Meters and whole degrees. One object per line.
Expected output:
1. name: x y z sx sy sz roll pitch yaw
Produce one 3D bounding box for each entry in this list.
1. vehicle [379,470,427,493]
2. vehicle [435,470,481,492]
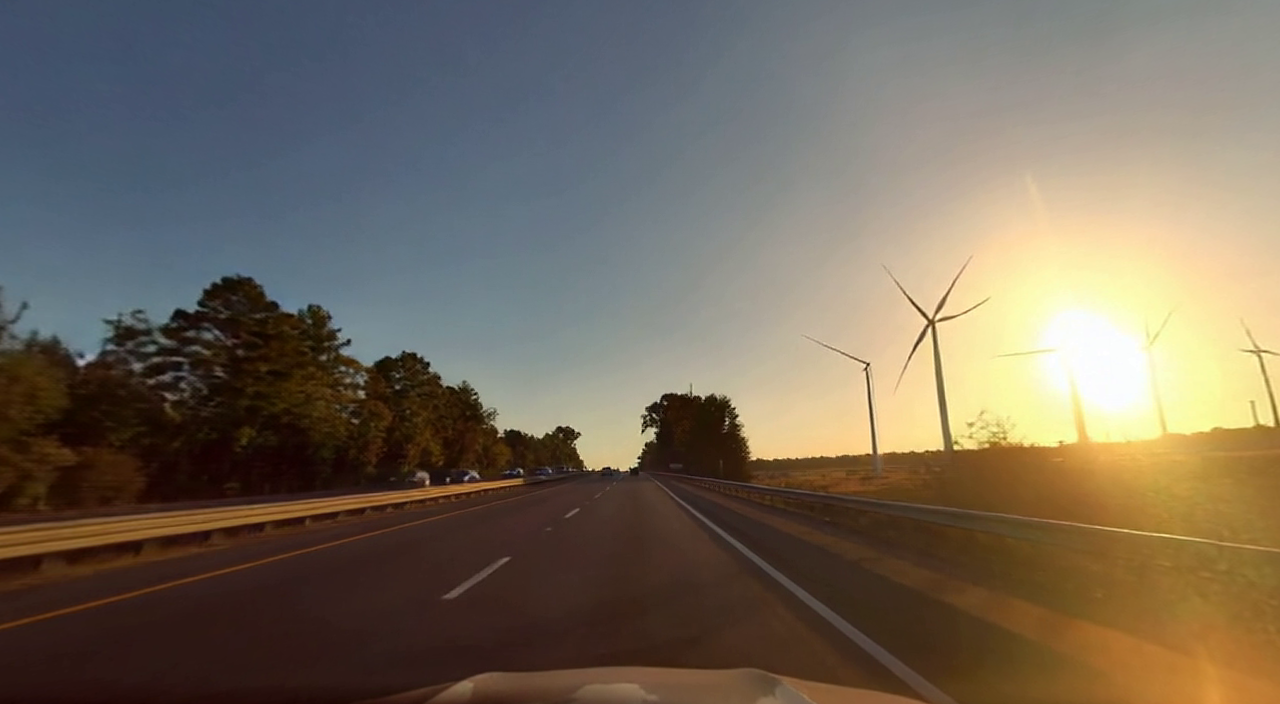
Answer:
1. vehicle: -17.042 9.324 45.553 1.870 1.544 4.141 1 -11 0
2. vehicle: -12.583 8.940 43.864 1.884 1.434 4.481 1 -11 0
